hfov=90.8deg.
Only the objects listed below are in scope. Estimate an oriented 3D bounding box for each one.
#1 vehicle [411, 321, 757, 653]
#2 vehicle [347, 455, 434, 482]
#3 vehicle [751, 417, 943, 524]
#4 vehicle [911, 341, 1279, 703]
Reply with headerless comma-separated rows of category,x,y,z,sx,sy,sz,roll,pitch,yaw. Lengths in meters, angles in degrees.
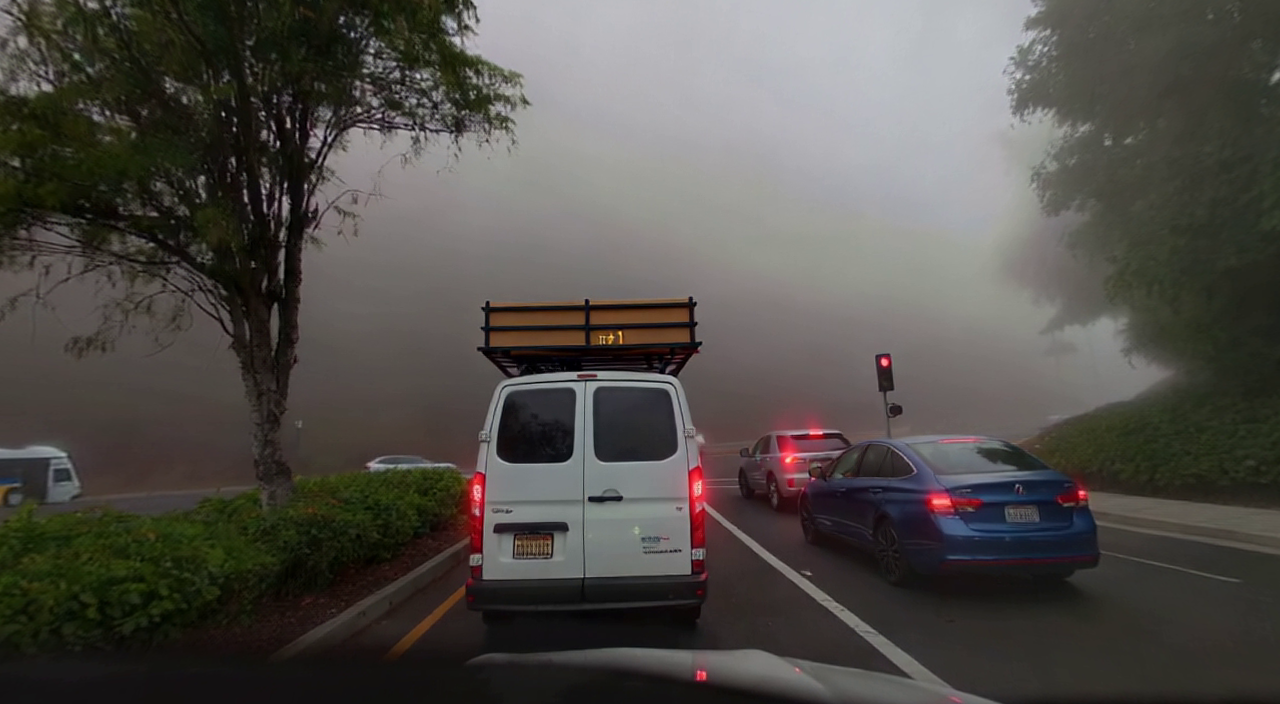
vehicle,-0.356,1.149,6.198,2.145,2.089,4.309,0,-9,0
vehicle,-13.600,6.312,34.521,4.135,1.321,1.687,5,-10,-33
vehicle,3.699,2.212,12.272,2.024,1.692,4.252,1,-9,-4
vehicle,3.450,0.938,3.401,1.965,1.671,4.146,0,-9,-3
